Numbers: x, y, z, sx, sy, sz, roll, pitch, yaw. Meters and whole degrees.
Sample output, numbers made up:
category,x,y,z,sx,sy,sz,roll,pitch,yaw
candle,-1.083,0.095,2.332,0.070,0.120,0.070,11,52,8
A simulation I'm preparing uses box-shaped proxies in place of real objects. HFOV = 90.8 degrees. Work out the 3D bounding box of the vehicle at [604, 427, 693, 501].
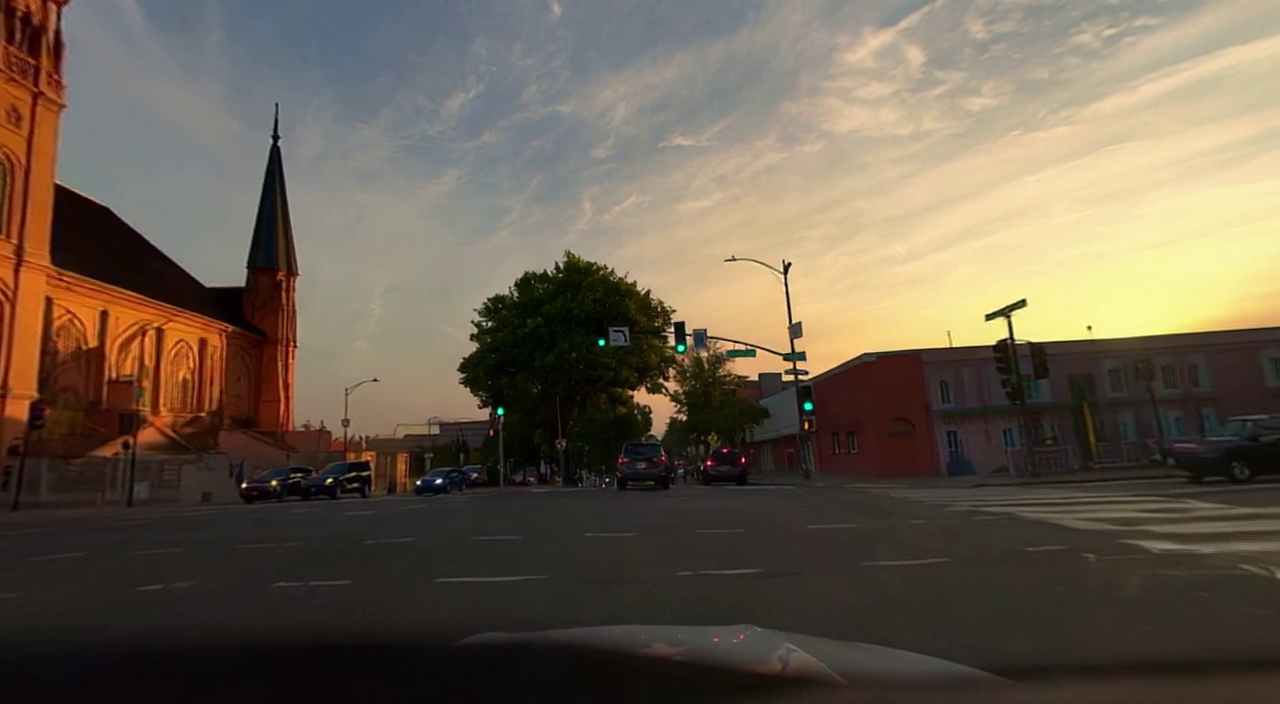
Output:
category,x,y,z,sx,sy,sz,roll,pitch,yaw
vehicle,0.169,3.058,17.543,2.168,1.776,4.135,0,-9,-1

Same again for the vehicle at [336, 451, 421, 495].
category,x,y,z,sx,sy,sz,roll,pitch,yaw
vehicle,-11.854,5.610,29.029,2.069,1.790,4.358,-1,-12,-1

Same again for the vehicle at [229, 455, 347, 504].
category,x,y,z,sx,sy,sz,roll,pitch,yaw
vehicle,-14.945,5.506,27.309,1.969,1.896,5.404,0,-11,0

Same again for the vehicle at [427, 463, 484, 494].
category,x,y,z,sx,sy,sz,roll,pitch,yaw
vehicle,-11.385,7.786,39.280,2.170,1.746,4.565,0,-10,-1

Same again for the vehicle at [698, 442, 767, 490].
category,x,y,z,sx,sy,sz,roll,pitch,yaw
vehicle,3.705,4.674,26.038,2.080,1.735,4.650,2,-10,-1
